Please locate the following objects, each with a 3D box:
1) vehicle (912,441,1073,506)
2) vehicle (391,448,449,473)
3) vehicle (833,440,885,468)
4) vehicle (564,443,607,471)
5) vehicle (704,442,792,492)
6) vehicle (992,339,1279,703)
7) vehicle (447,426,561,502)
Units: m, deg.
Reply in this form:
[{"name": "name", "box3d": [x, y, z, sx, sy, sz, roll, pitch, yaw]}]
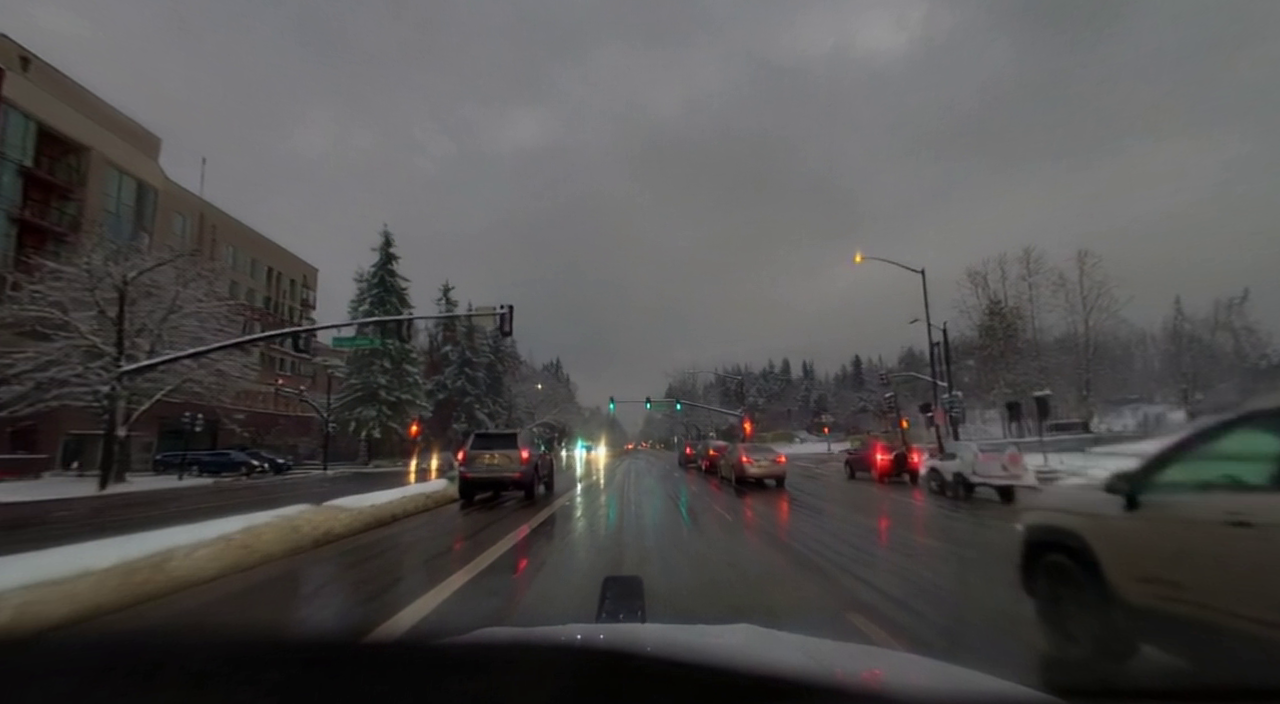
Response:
[{"name": "vehicle", "box3d": [9.079, 3.146, 16.779, 1.884, 1.478, 4.164, 0, -9, 0]}, {"name": "vehicle", "box3d": [-14.099, 6.958, 40.821, 1.919, 1.475, 4.467, -1, -9, 4]}, {"name": "vehicle", "box3d": [13.644, 6.300, 39.249, 2.173, 1.614, 4.335, -5, -10, 29]}, {"name": "vehicle", "box3d": [-3.001, 5.899, 35.674, 2.032, 1.442, 4.336, 0, -9, 0]}, {"name": "vehicle", "box3d": [3.472, 3.806, 21.305, 2.054, 1.473, 4.511, 0, -9, -2]}, {"name": "vehicle", "box3d": [3.673, 0.767, 2.184, 2.152, 1.742, 4.704, 0, -9, 0]}, {"name": "vehicle", "box3d": [-3.512, 2.982, 17.142, 2.155, 1.797, 3.989, 0, -9, 1]}]
